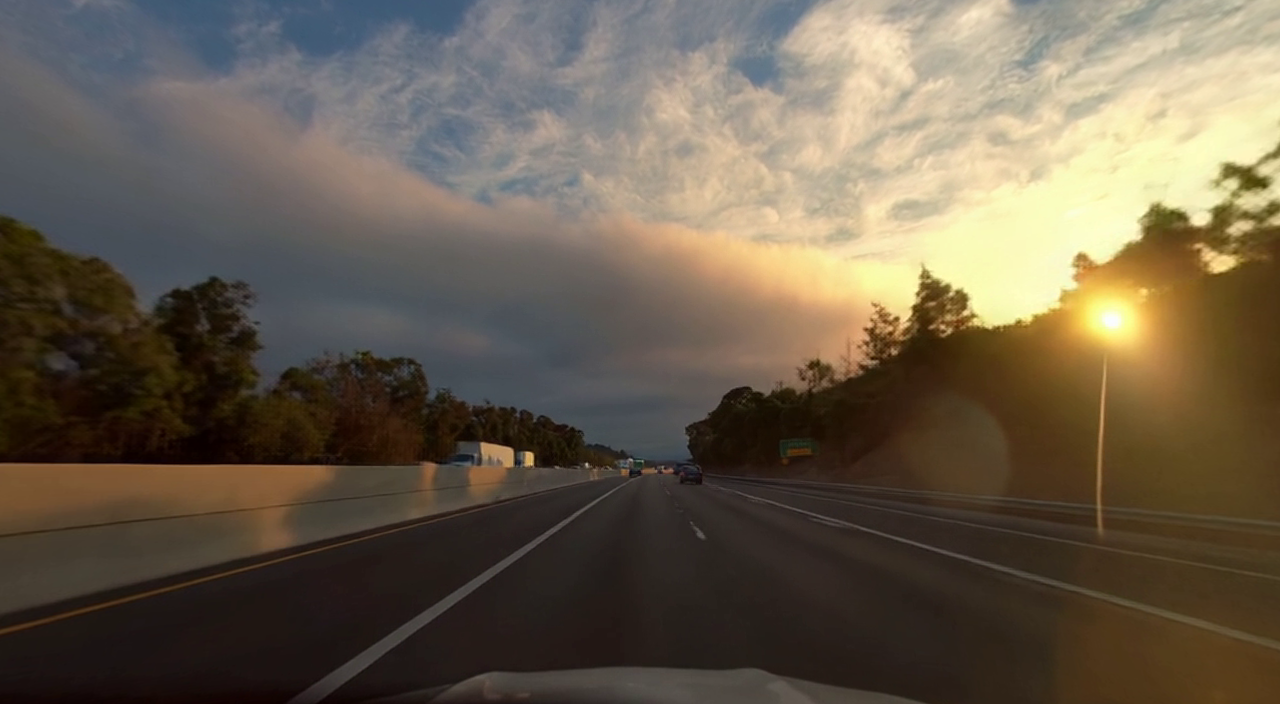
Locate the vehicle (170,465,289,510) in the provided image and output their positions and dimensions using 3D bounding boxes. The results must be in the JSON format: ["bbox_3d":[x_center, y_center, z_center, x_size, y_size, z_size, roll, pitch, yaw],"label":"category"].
[{"bbox_3d":[-14.599,4.812,22.659,1.837,1.444,3.440,1,-10,1],"label":"vehicle"}]

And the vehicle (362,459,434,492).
[{"bbox_3d":[-14.742,7.547,38.713,2.255,1.844,4.992,1,-10,1],"label":"vehicle"}]

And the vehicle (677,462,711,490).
[{"bbox_3d":[3.955,9.196,46.786,2.093,1.933,4.623,1,-10,-1],"label":"vehicle"}]
